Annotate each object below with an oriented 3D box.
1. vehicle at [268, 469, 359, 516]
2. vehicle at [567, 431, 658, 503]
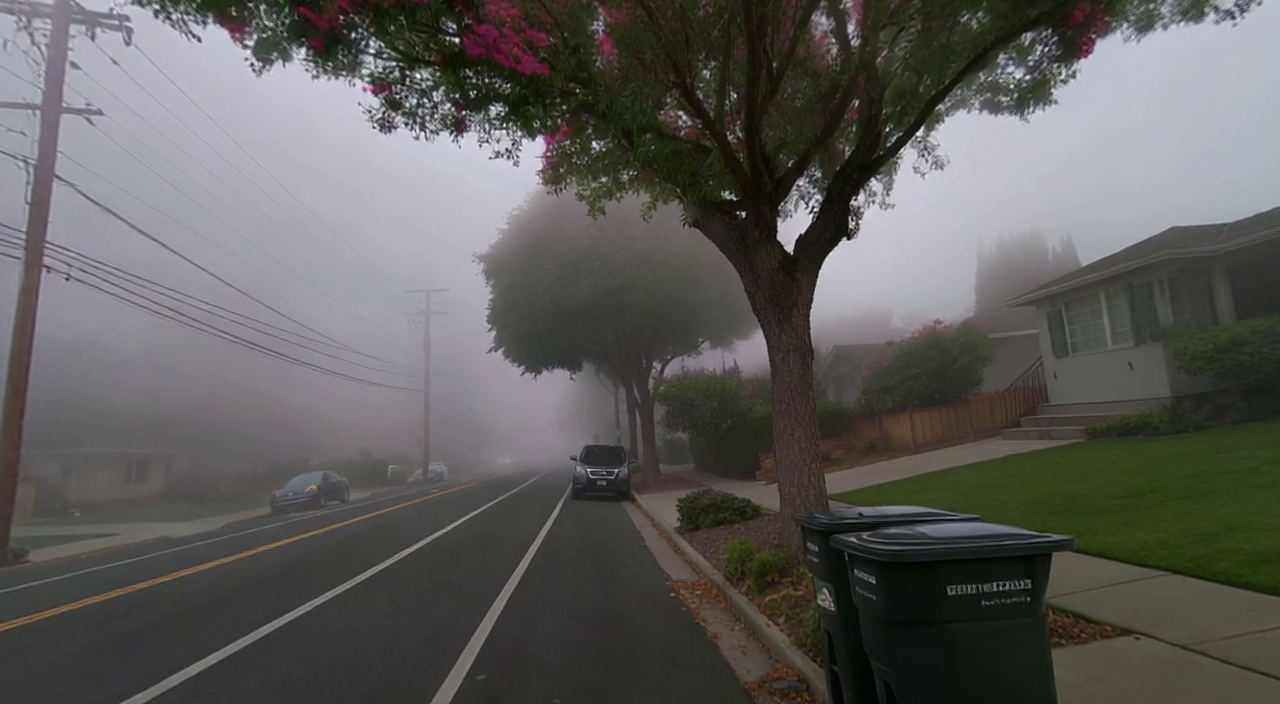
[{"bbox_3d":[-13.770,5.924,26.982,1.982,1.660,4.142,1,-8,-6],"label":"vehicle"},{"bbox_3d":[-0.827,3.077,17.387,2.190,1.708,4.115,0,-8,-4],"label":"vehicle"}]
